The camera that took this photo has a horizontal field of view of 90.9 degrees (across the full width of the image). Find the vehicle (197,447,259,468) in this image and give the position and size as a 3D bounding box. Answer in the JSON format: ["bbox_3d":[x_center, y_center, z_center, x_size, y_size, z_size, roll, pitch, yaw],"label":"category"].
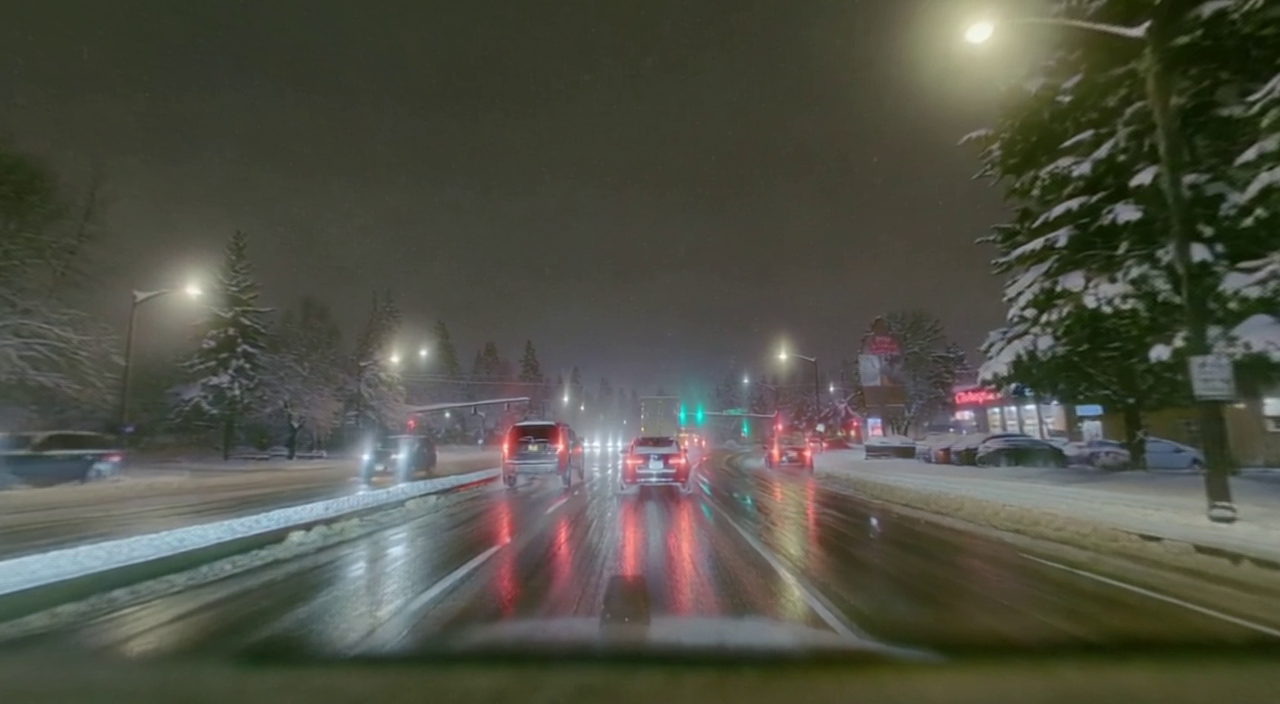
[{"bbox_3d":[-31.791,8.111,48.662,3.835,1.549,1.755,6,-10,-36],"label":"vehicle"}]

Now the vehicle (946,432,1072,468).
[{"bbox_3d":[16.242,4.345,27.927,4.323,1.496,1.937,0,-8,0],"label":"vehicle"}]

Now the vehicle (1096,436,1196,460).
[{"bbox_3d":[31.861,6.062,39.893,1.903,1.447,4.820,1,-9,-8],"label":"vehicle"}]

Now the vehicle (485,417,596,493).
[{"bbox_3d":[-2.749,3.049,18.972,2.289,1.935,5.227,0,-8,2],"label":"vehicle"}]

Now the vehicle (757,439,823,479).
[{"bbox_3d":[6.112,4.378,26.165,1.900,1.507,4.151,0,-8,3],"label":"vehicle"}]

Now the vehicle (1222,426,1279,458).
[{"bbox_3d":[40.807,5.719,40.235,2.228,1.964,5.053,-2,-8,-2],"label":"vehicle"}]

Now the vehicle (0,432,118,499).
[{"bbox_3d":[-18.712,3.345,18.835,2.141,1.820,4.690,0,-8,0],"label":"vehicle"}]

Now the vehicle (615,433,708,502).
[{"bbox_3d":[0.467,2.856,16.016,2.061,1.494,4.079,0,-8,0],"label":"vehicle"}]

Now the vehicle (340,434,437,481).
[{"bbox_3d":[-8.771,3.706,22.360,1.795,1.508,4.057,0,-8,-1],"label":"vehicle"}]
